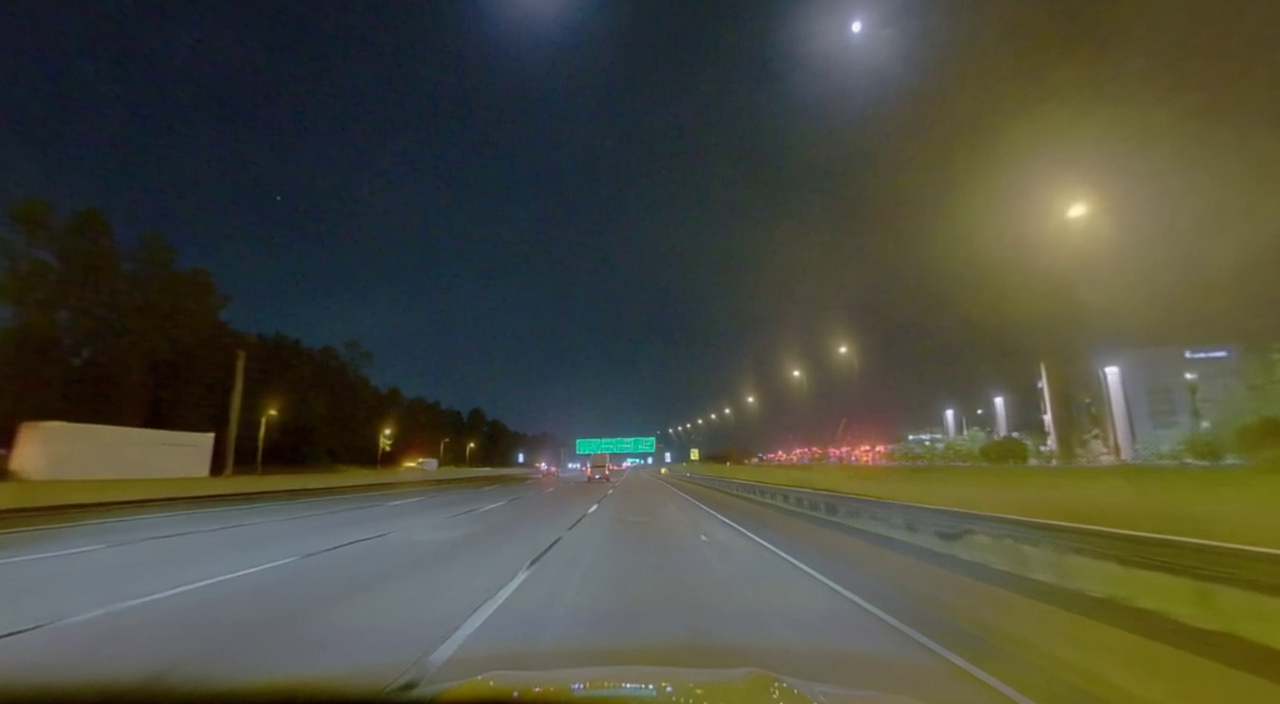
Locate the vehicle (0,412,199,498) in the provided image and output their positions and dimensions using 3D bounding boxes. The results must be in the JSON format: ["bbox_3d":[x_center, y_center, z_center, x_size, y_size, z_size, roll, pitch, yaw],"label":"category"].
[{"bbox_3d":[-29.807,5.600,33.548,2.829,3.757,13.574,1,-11,0],"label":"vehicle"}]

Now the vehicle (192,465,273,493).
[{"bbox_3d":[-22.060,6.859,34.272,1.703,1.392,3.944,1,-11,1],"label":"vehicle"}]
